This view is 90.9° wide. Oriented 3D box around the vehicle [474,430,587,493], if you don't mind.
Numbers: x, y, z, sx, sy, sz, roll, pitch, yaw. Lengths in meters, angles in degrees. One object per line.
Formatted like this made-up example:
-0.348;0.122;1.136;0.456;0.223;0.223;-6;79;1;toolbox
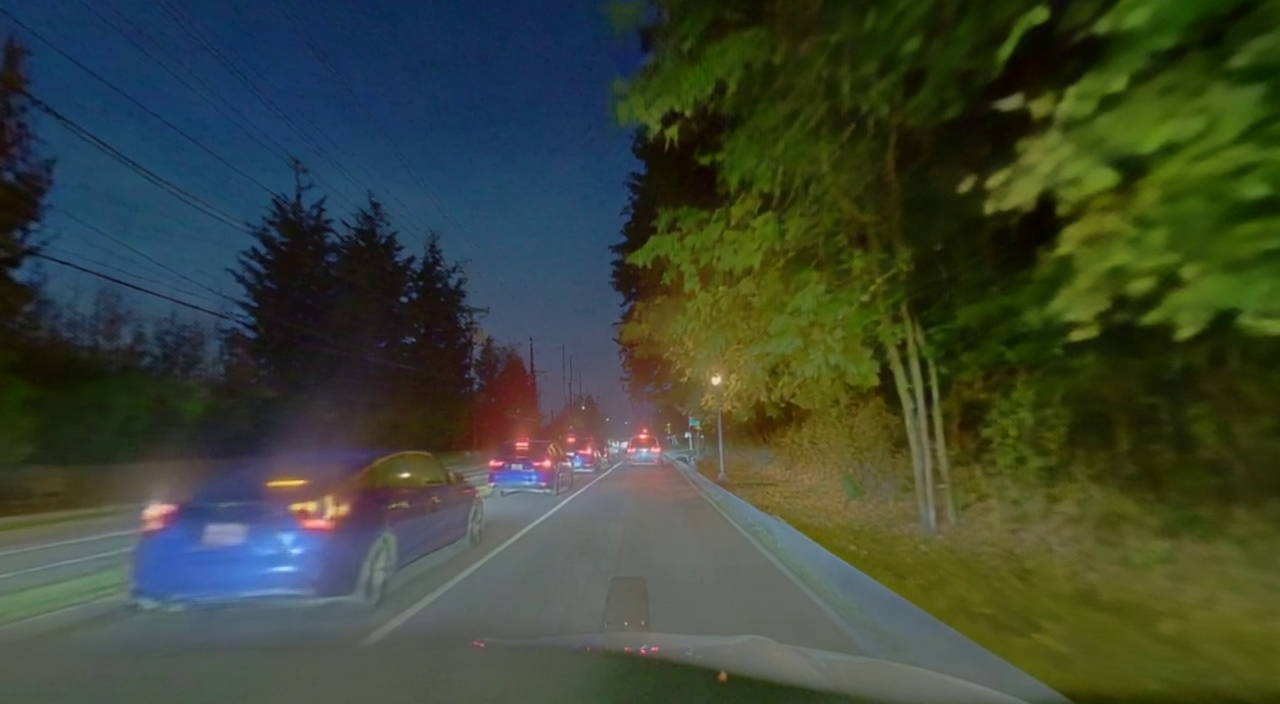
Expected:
-2.909;3.070;18.031;2.180;1.546;4.755;0;-9;3;vehicle

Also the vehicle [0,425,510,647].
-3.164;1.608;6.794;2.260;1.465;4.972;-1;-8;2;vehicle

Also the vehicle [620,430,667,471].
0.258;5.047;32.438;2.241;1.912;4.095;-1;-8;2;vehicle
